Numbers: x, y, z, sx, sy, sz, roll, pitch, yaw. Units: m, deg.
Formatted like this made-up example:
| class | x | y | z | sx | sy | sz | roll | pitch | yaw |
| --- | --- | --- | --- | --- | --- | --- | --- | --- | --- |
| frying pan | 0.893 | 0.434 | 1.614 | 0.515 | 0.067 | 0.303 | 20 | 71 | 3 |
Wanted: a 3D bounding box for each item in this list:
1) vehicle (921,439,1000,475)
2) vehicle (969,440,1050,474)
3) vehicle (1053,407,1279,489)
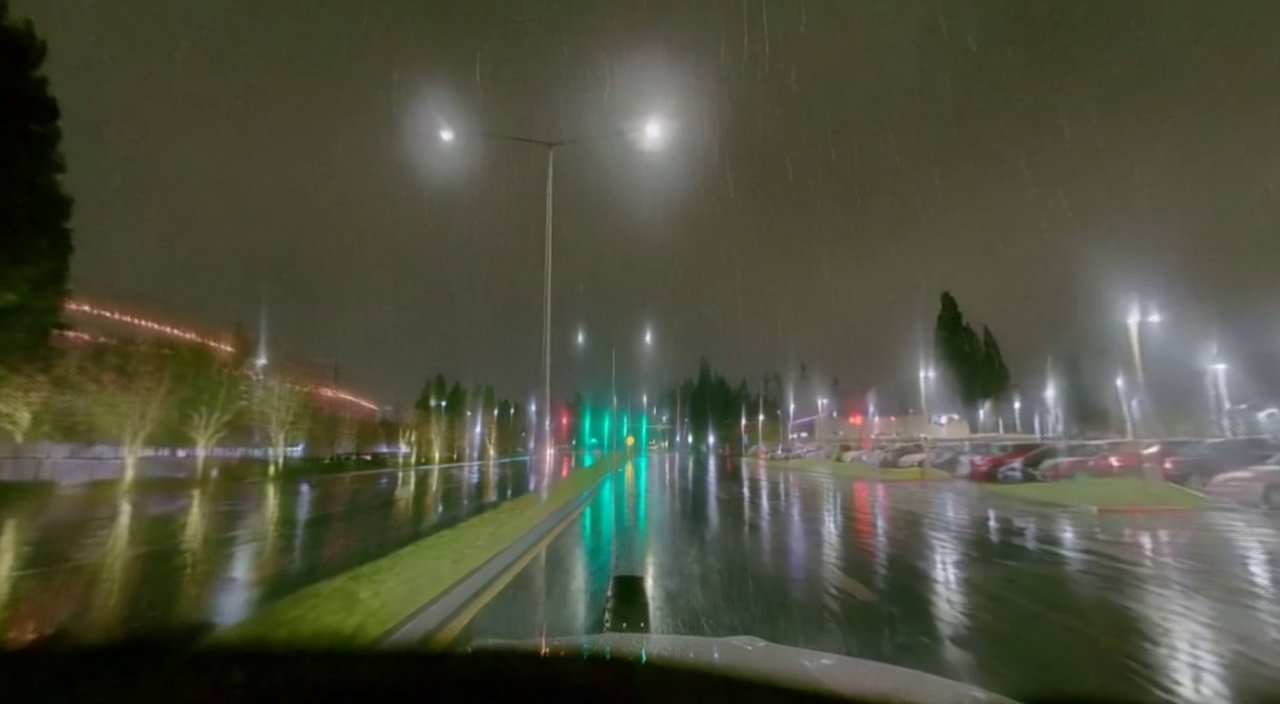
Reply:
| class | x | y | z | sx | sy | sz | roll | pitch | yaw |
| --- | --- | --- | --- | --- | --- | --- | --- | --- | --- |
| vehicle | 17.129 | 5.592 | 33.959 | 1.882 | 1.699 | 4.367 | -2 | -8 | -1 |
| vehicle | 19.654 | 5.548 | 33.737 | 1.859 | 1.643 | 4.091 | -1 | -7 | 1 |
| vehicle | 17.893 | 3.334 | 21.797 | 2.379 | 2.423 | 5.418 | 5 | -10 | -25 |
